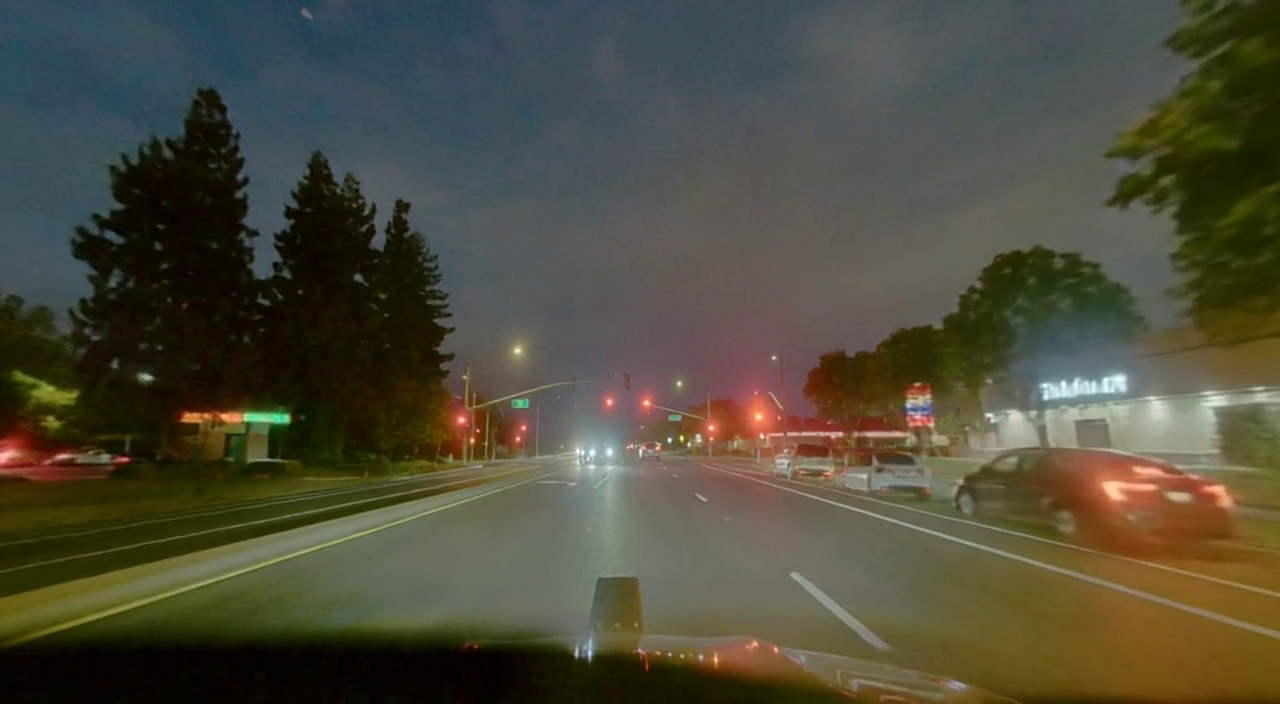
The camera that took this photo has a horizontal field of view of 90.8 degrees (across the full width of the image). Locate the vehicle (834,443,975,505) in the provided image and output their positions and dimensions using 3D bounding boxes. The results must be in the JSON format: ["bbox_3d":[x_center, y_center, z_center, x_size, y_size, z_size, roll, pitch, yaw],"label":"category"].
[{"bbox_3d":[7.173,3.329,17.798,1.922,1.473,4.738,0,-9,0],"label":"vehicle"}]

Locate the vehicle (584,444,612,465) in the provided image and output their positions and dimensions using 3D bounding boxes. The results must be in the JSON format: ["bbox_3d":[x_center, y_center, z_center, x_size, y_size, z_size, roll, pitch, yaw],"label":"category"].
[{"bbox_3d":[-3.221,7.957,49.320,1.915,1.553,3.846,0,-9,0],"label":"vehicle"}]

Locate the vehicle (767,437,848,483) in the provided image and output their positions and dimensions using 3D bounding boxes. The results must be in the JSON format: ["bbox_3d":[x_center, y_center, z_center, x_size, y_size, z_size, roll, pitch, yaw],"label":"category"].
[{"bbox_3d":[7.246,4.725,27.953,2.132,1.793,5.003,0,-9,-1],"label":"vehicle"}]

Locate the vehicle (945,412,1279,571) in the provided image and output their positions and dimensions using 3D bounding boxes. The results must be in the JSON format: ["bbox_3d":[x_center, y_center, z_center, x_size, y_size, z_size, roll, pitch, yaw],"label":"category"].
[{"bbox_3d":[7.186,2.038,10.018,2.088,1.848,4.936,0,-9,-2],"label":"vehicle"}]
